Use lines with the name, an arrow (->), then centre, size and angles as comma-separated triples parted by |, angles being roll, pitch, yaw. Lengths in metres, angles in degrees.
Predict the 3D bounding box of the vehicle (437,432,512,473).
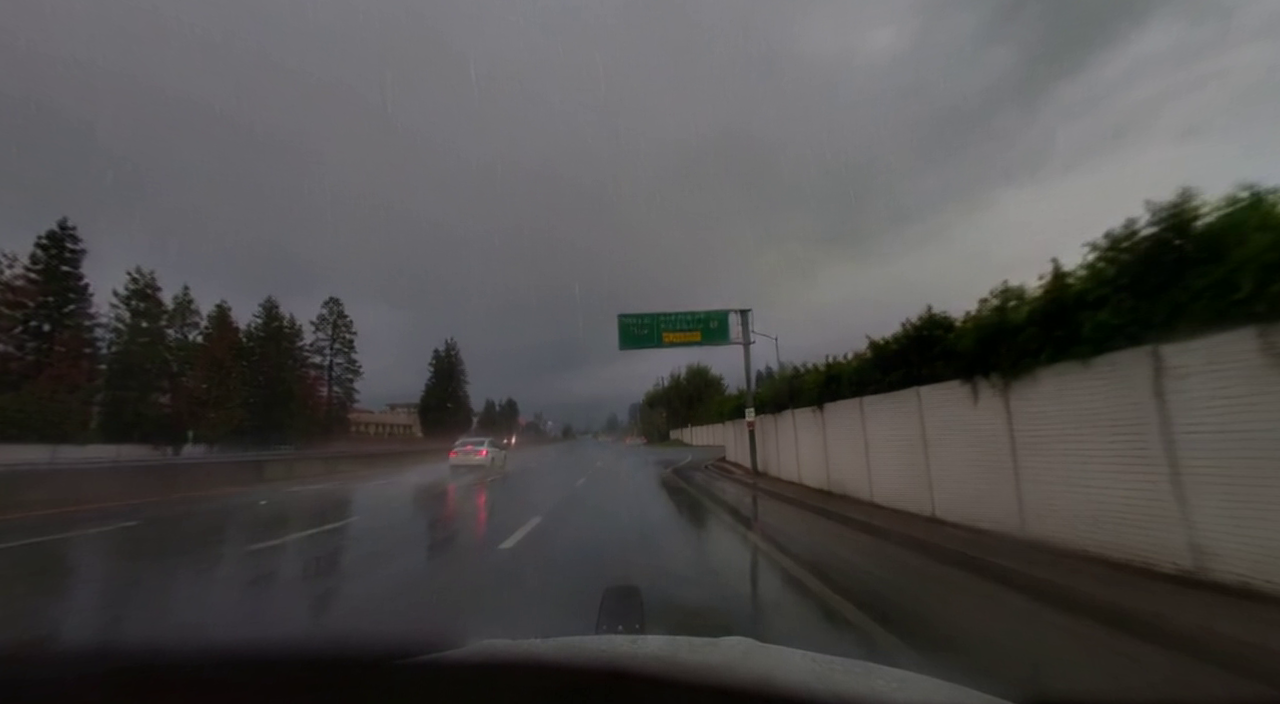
vehicle -> -7.483, 4.592, 29.086 | 2.115, 1.711, 4.722 | 0, -8, 0
